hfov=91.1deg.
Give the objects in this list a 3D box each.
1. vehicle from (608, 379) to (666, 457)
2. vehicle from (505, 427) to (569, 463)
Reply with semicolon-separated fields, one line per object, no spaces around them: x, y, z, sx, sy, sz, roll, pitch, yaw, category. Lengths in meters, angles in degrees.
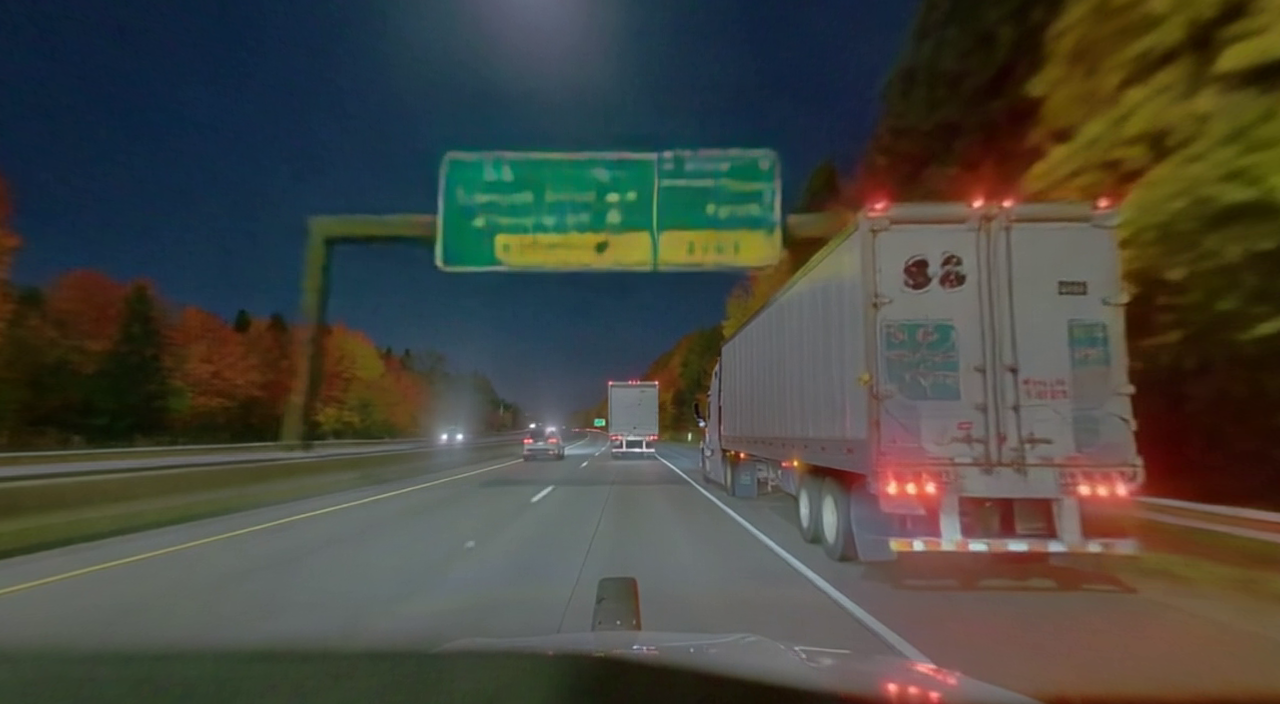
-0.341;4.194;38.401;3.013;4.016;11.496;0;-8;-2;vehicle
-4.597;4.230;28.746;2.217;1.495;4.245;0;-8;0;vehicle
